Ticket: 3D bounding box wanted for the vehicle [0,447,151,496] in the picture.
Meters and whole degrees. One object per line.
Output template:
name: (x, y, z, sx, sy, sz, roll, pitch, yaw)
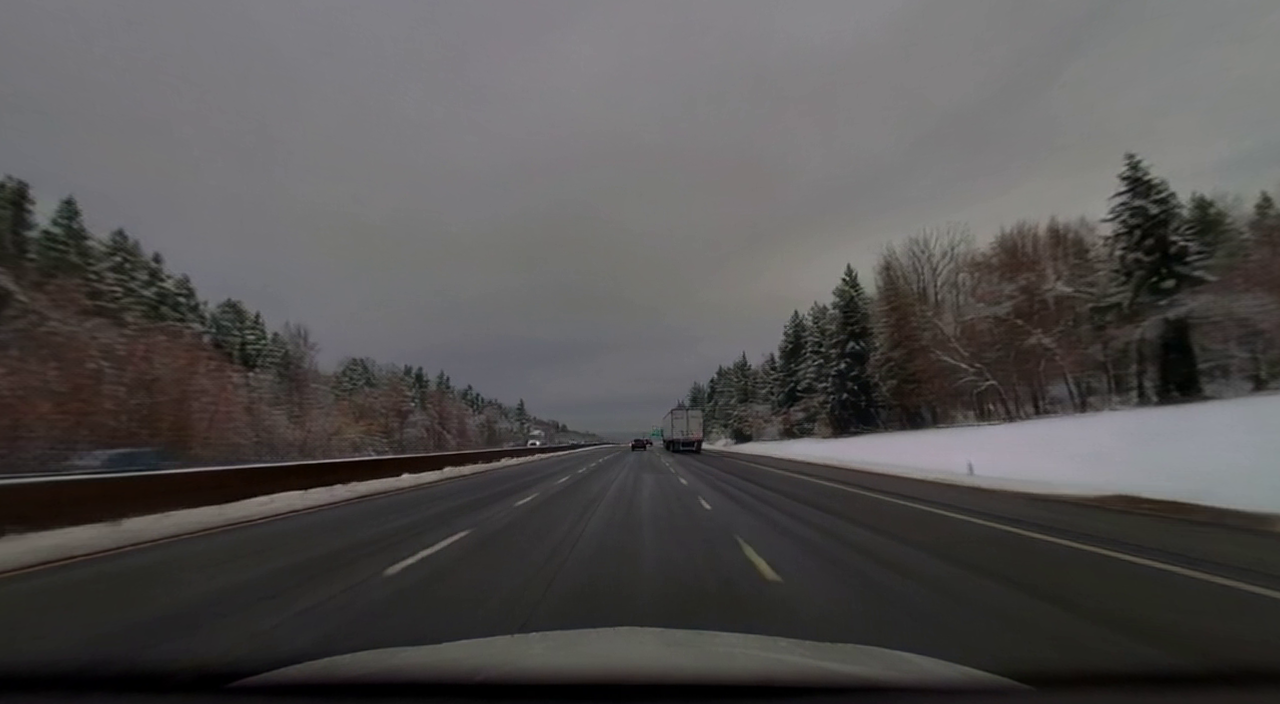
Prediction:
vehicle: (-21.304, 4.461, 23.920, 1.876, 1.606, 4.192, -1, -8, 0)
